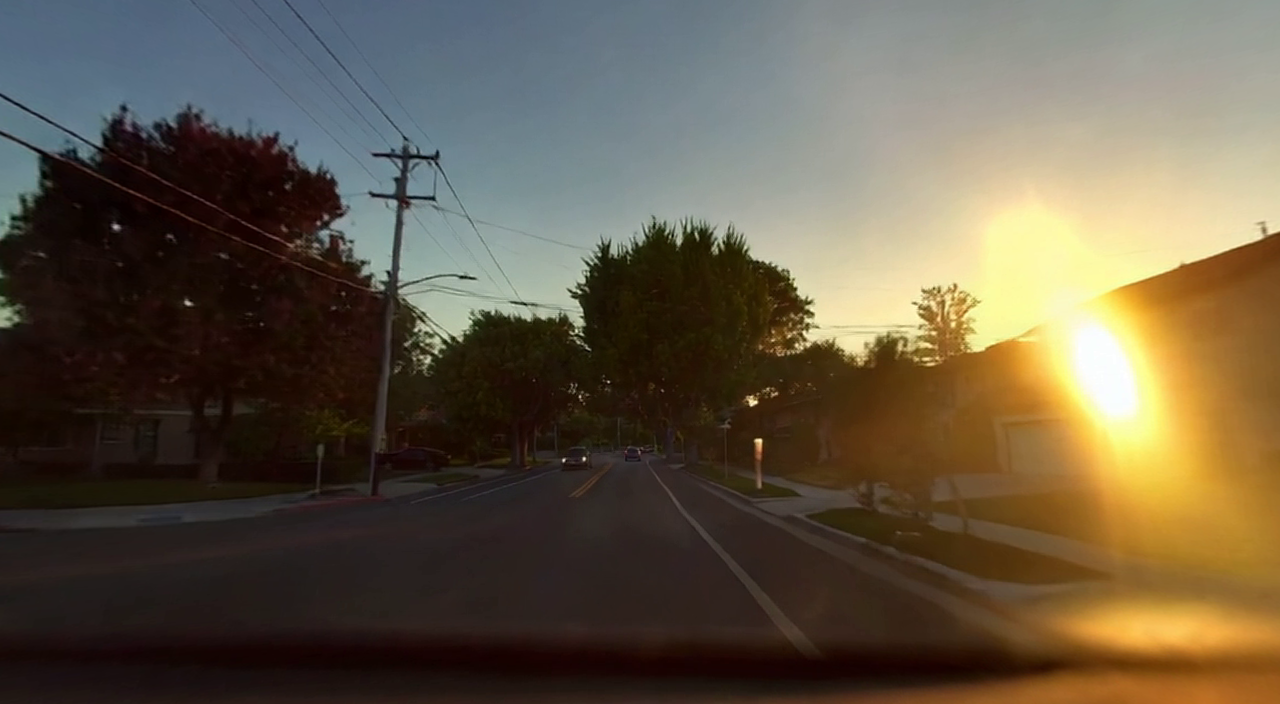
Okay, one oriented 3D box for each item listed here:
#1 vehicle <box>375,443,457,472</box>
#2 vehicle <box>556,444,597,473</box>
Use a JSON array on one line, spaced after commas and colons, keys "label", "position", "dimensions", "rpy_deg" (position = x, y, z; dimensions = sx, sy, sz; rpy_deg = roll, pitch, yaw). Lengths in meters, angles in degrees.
[{"label": "vehicle", "position": [-14.861, 7.013, 42.113], "dimensions": [4.662, 1.832, 2.063], "rpy_deg": [1, -9, -5]}, {"label": "vehicle", "position": [-4.059, 6.912, 41.170], "dimensions": [2.145, 1.762, 4.960], "rpy_deg": [0, -9, 0]}]
